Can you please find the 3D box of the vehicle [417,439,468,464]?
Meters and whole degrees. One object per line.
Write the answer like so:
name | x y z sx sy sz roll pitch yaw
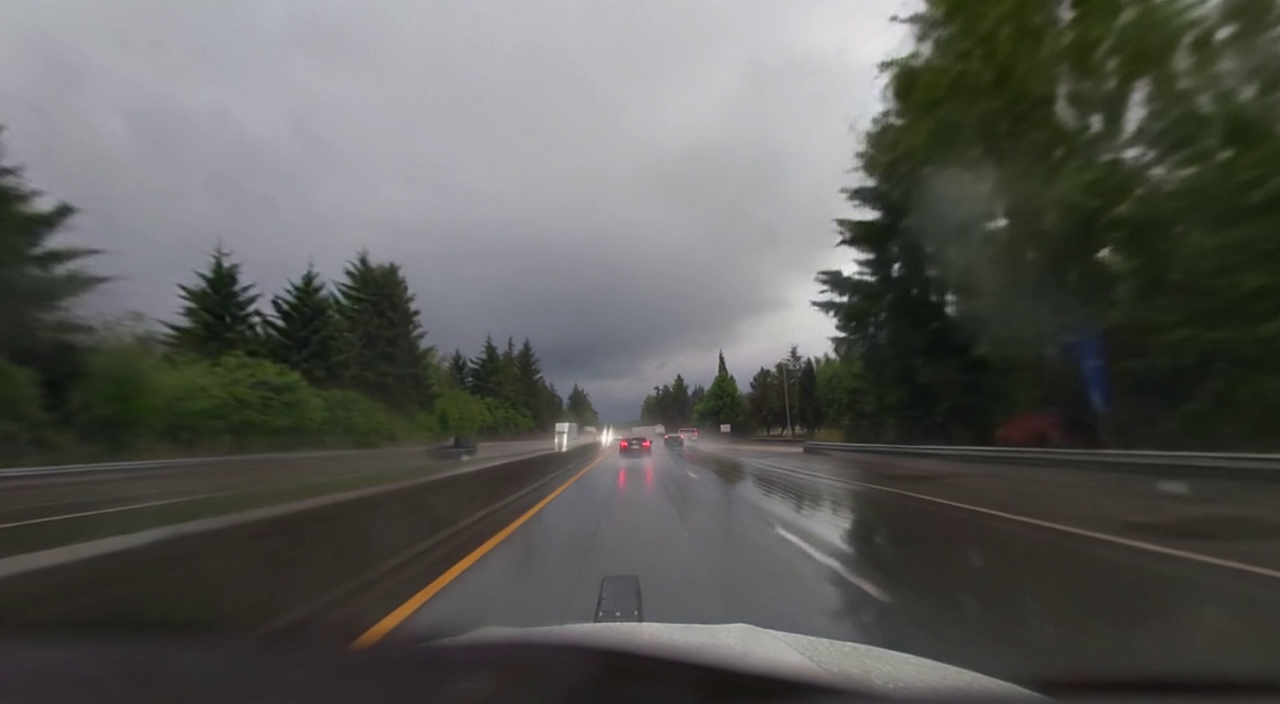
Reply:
vehicle | -12.964 6.536 41.605 1.878 1.499 4.539 0 -8 0

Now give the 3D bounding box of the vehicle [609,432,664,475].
vehicle | -0.137 3.756 23.630 1.897 1.479 3.724 0 -8 -1
